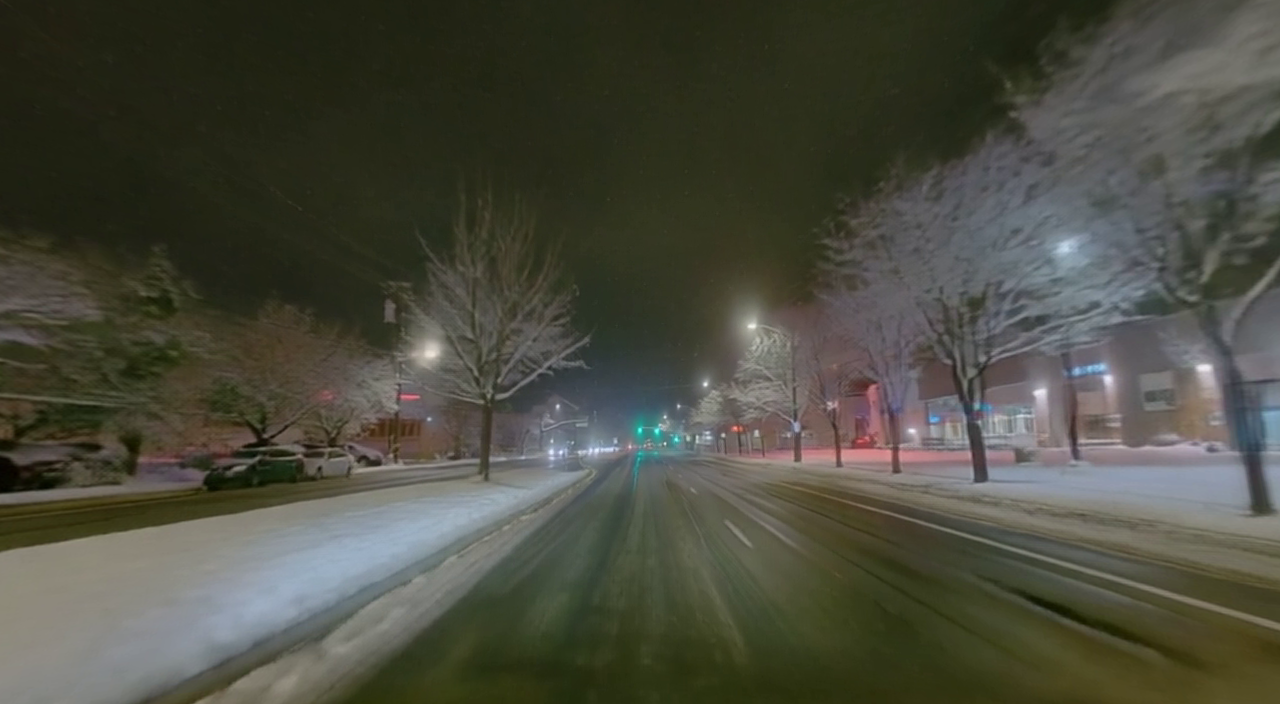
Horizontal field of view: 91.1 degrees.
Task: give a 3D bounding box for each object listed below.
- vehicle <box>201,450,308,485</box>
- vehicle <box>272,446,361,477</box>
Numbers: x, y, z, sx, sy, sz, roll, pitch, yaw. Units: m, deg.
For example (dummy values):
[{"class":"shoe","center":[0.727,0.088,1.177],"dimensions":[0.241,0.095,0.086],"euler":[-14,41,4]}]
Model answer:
[{"class":"vehicle","center":[-18.810,5.613,30.961],"dimensions":[2.034,1.562,4.828],"euler":[0,-9,3]},{"class":"vehicle","center":[-18.712,6.318,36.671],"dimensions":[2.177,1.656,5.516],"euler":[0,-9,2]}]
